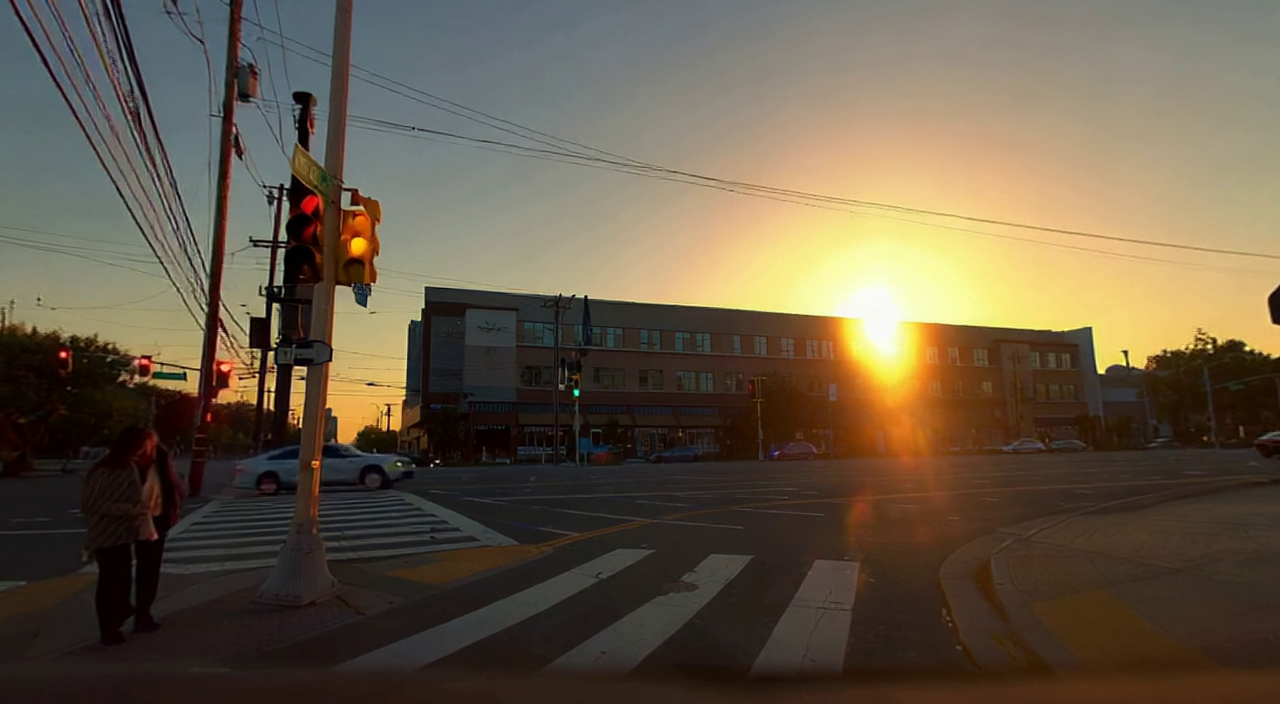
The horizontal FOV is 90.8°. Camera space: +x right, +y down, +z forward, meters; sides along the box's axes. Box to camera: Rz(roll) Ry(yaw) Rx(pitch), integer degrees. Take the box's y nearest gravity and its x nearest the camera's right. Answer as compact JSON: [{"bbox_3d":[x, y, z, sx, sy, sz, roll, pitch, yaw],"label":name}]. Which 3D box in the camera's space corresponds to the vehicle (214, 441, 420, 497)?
[{"bbox_3d":[-8.903,3.230,17.645,4.799,1.438,1.899,-1,-8,6],"label":"vehicle"}]

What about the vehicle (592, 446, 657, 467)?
[{"bbox_3d":[-1.138,7.547,45.835,4.391,1.451,1.717,4,-9,-25],"label":"vehicle"}]

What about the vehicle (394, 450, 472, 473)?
[{"bbox_3d":[-14.077,7.430,43.014,4.837,1.407,1.818,4,-9,-26],"label":"vehicle"}]
